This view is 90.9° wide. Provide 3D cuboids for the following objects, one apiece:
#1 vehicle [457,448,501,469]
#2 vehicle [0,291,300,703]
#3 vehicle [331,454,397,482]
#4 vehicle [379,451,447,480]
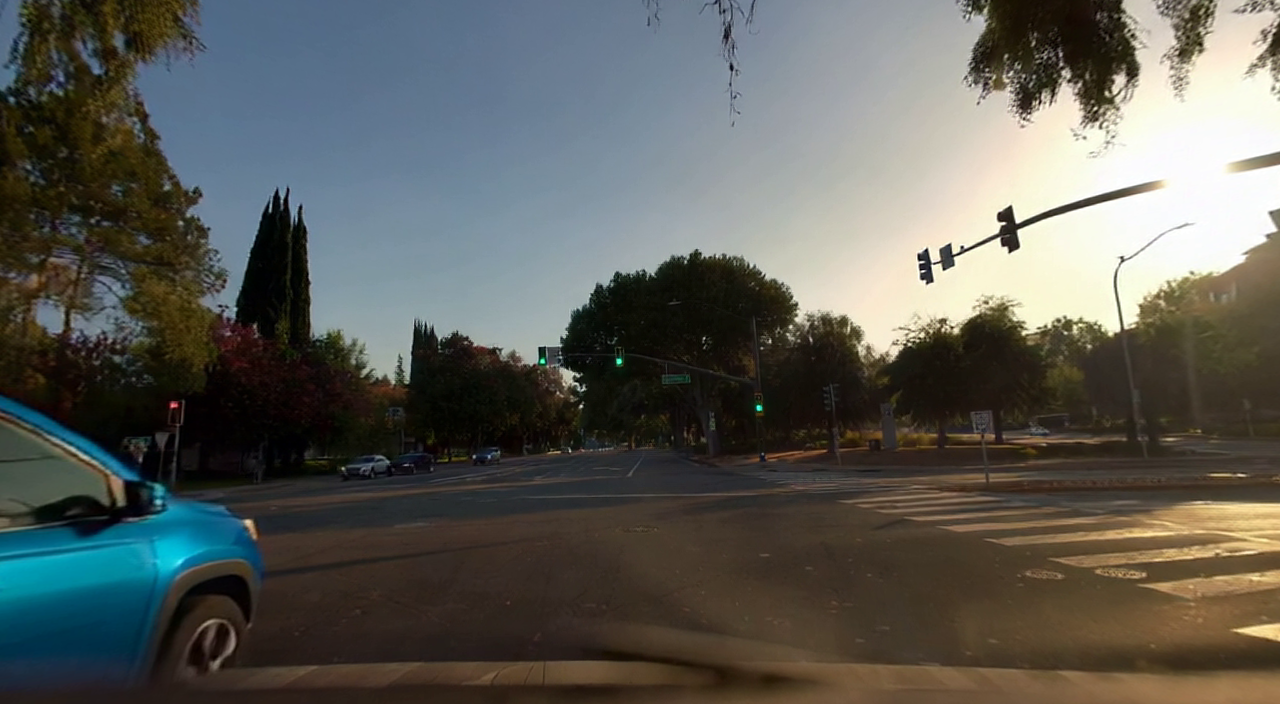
[{"bbox_3d":[-11.843,7.848,46.508,1.980,1.452,4.318,0,-8,2],"label":"vehicle"},{"bbox_3d":[-3.110,0.633,1.436,2.123,1.799,4.425,0,-8,1],"label":"vehicle"},{"bbox_3d":[-16.138,6.789,37.102,1.830,1.440,4.351,0,-8,1],"label":"vehicle"},{"bbox_3d":[-12.554,6.269,35.162,2.028,1.455,4.421,0,-8,2],"label":"vehicle"}]
